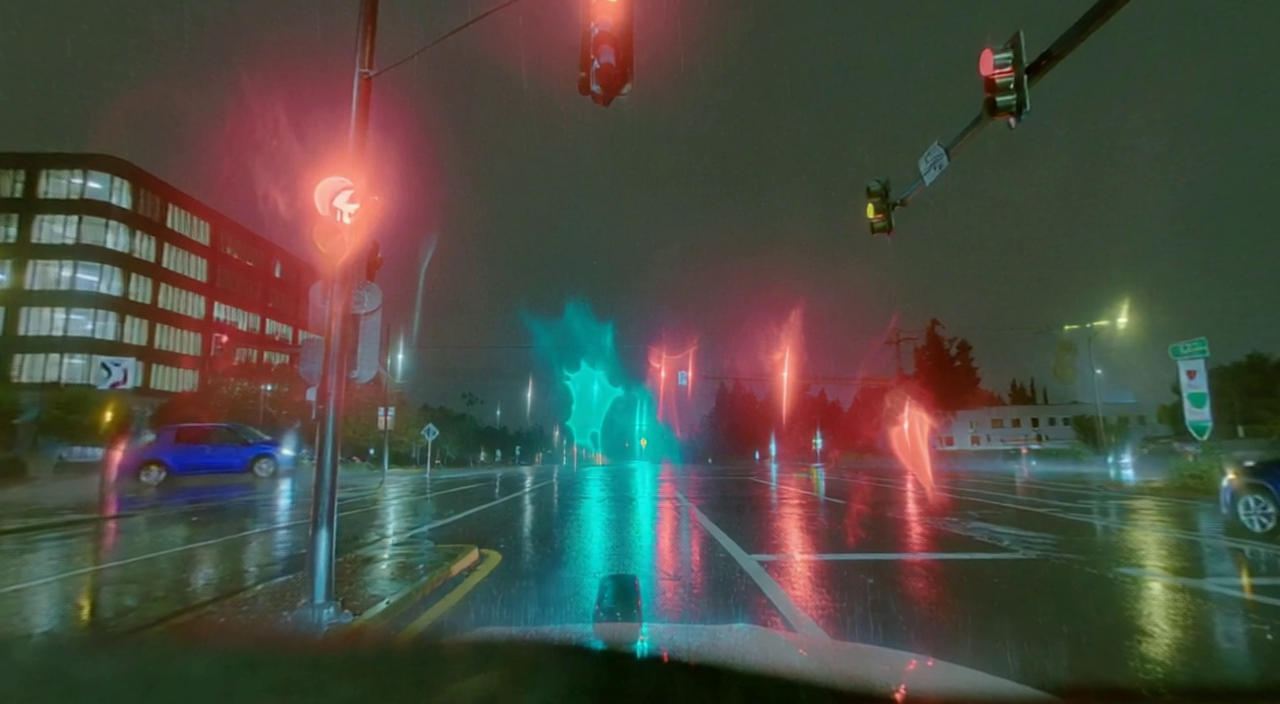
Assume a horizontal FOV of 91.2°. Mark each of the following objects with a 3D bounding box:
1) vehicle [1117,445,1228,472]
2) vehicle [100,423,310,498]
[{"bbox_3d":[31.374,6.274,37.015,4.736,1.542,1.966,0,-9,0],"label":"vehicle"},{"bbox_3d":[-19.194,4.811,28.141,7.088,3.096,2.678,1,-9,-8],"label":"vehicle"}]
